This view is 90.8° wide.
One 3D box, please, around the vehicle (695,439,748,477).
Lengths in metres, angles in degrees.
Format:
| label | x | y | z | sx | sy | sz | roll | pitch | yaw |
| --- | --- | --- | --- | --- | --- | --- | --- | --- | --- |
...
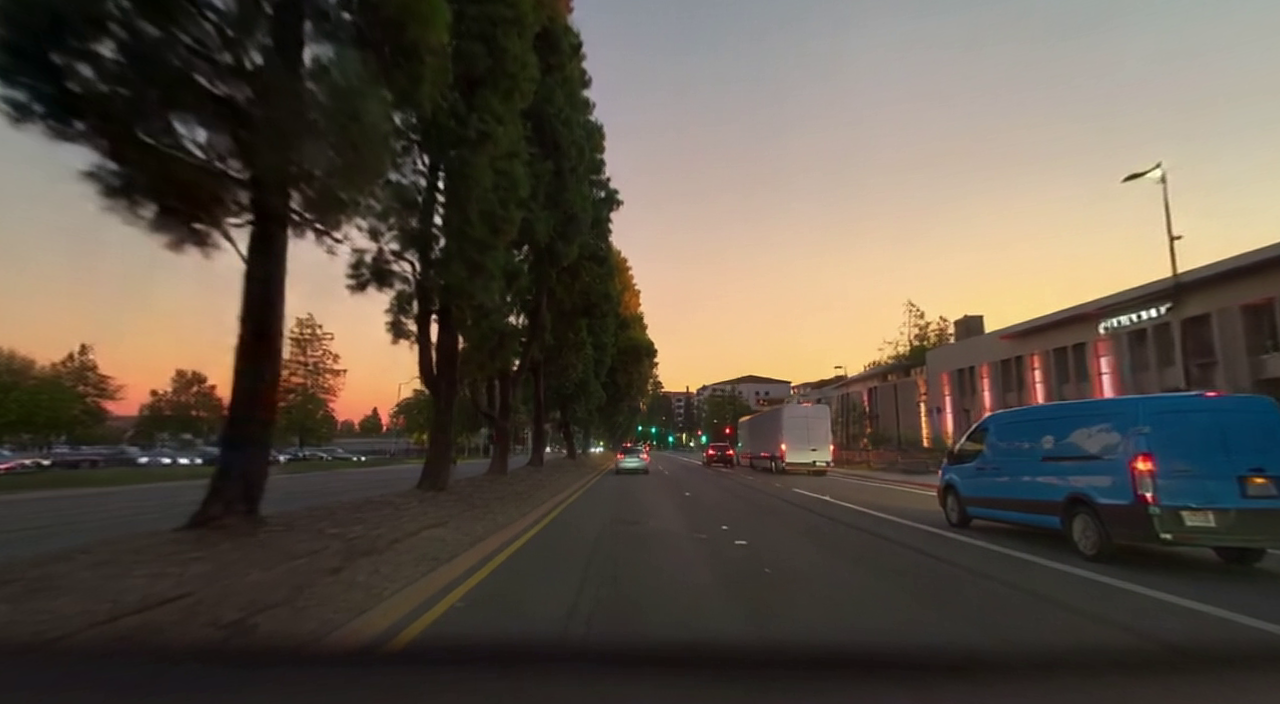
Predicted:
| label | x | y | z | sx | sy | sz | roll | pitch | yaw |
| --- | --- | --- | --- | --- | --- | --- | --- | --- | --- |
| vehicle | 3.863 | 5.084 | 30.574 | 2.047 | 1.711 | 4.265 | 0 | -8 | 1 |

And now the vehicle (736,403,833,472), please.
| label | x | y | z | sx | sy | sz | roll | pitch | yaw |
| --- | --- | --- | --- | --- | --- | --- | --- | --- | --- |
| vehicle | 9.966 | 6.387 | 46.469 | 2.960 | 4.109 | 16.764 | 0 | -8 | -1 |

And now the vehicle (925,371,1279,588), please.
| label | x | y | z | sx | sy | sz | roll | pitch | yaw |
| --- | --- | --- | --- | --- | --- | --- | --- | --- | --- |
| vehicle | 6.744 | 1.661 | 9.091 | 2.573 | 2.127 | 5.568 | 0 | -8 | -1 |

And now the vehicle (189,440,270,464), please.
| label | x | y | z | sx | sy | sz | roll | pitch | yaw |
| --- | --- | --- | --- | --- | --- | --- | --- | --- | --- |
| vehicle | -29.519 | 7.221 | 45.561 | 4.377 | 1.665 | 2.129 | -1 | -8 | 3 |

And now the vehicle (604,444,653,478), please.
| label | x | y | z | sx | sy | sz | roll | pitch | yaw |
| --- | --- | --- | --- | --- | --- | --- | --- | --- | --- |
| vehicle | -0.508 | 4.996 | 29.192 | 2.095 | 1.456 | 3.873 | 0 | -8 | 0 |
